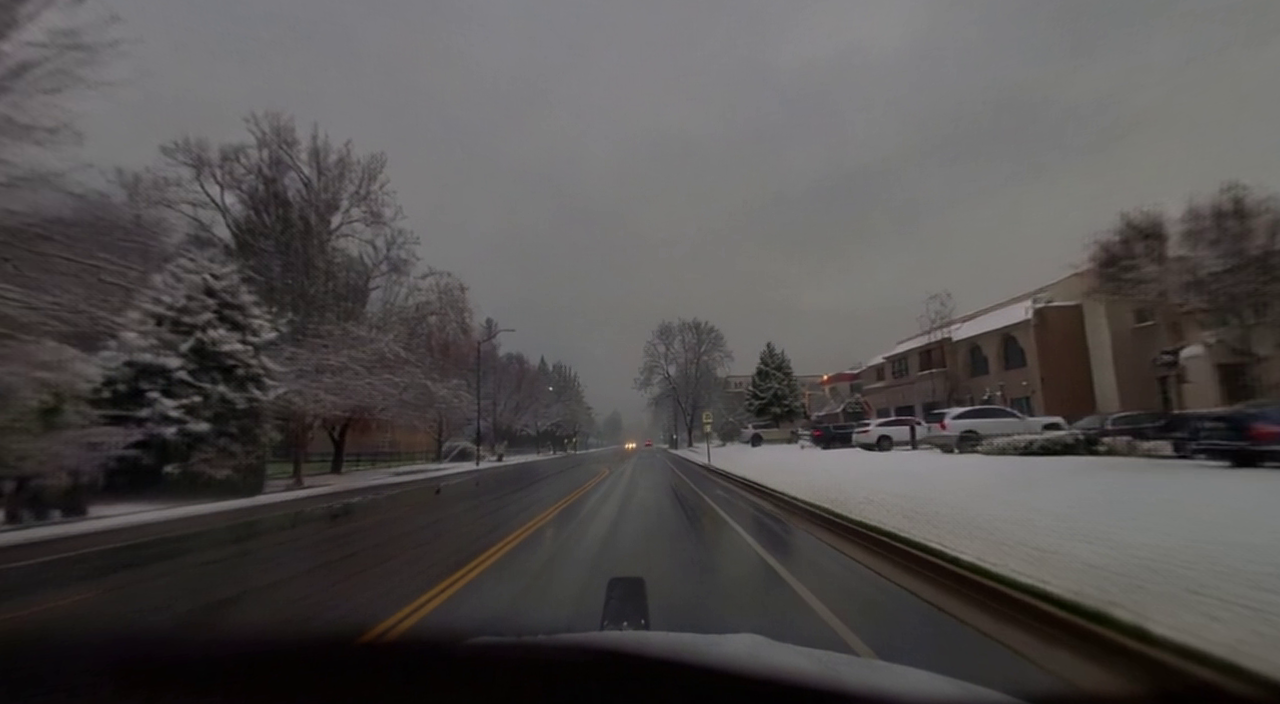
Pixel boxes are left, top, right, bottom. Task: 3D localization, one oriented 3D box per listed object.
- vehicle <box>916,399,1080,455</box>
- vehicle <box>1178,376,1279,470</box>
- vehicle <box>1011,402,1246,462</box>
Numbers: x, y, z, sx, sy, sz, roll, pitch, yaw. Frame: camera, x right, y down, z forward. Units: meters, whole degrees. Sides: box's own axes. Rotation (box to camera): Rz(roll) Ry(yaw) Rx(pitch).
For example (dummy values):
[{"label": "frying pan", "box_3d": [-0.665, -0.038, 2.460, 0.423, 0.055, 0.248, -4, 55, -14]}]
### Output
[{"label": "vehicle", "box_3d": [12.349, 2.632, 21.929, 4.540, 1.824, 1.965, 1, -8, -6]}, {"label": "vehicle", "box_3d": [12.459, 1.253, 10.855, 4.529, 1.490, 2.168, 1, -8, -5]}, {"label": "vehicle", "box_3d": [12.633, 2.117, 16.549, 4.428, 1.467, 2.099, 0, -8, -1]}]
